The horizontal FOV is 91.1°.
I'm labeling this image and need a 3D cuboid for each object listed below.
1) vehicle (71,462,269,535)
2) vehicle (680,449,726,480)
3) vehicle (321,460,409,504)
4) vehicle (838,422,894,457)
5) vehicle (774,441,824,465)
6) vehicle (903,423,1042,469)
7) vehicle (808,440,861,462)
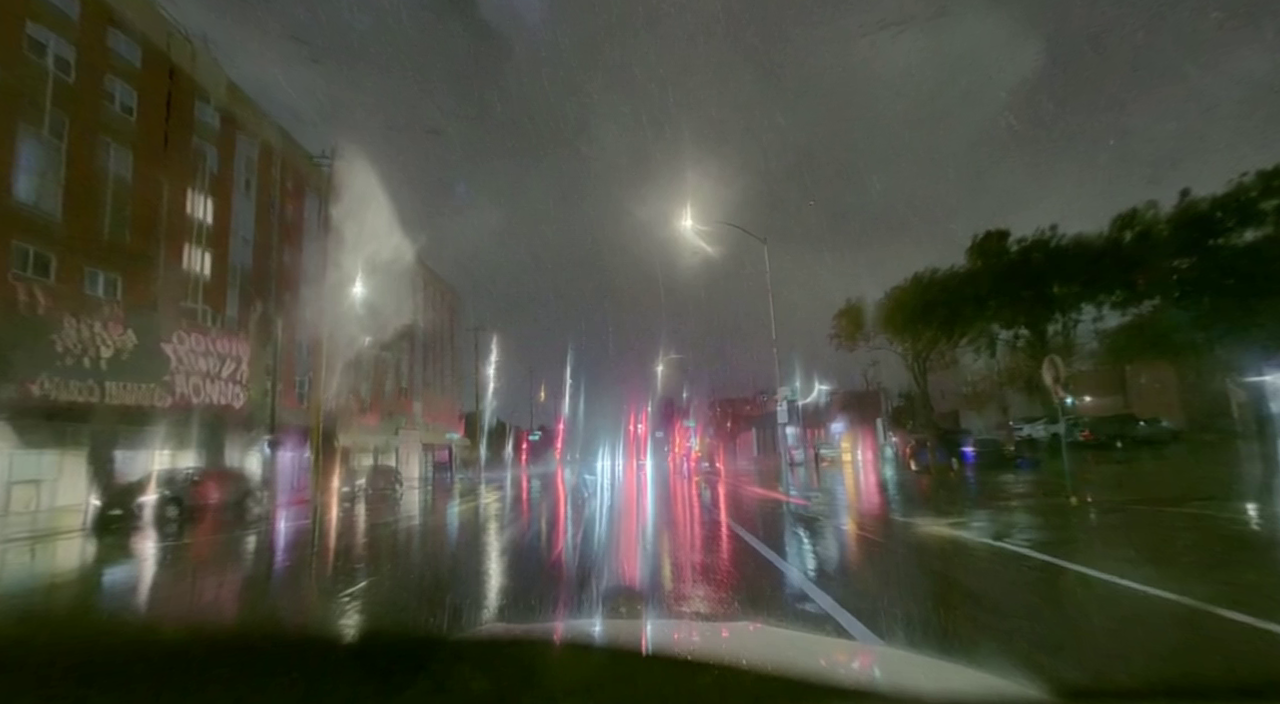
[{"bbox_3d":[-15.243,4.719,20.956,2.107,1.914,5.567,0,-9,3],"label":"vehicle"},{"bbox_3d":[3.360,6.105,34.221,2.062,1.535,4.206,0,-9,0],"label":"vehicle"},{"bbox_3d":[-15.250,7.181,35.213,2.048,1.814,5.998,-8,-9,1],"label":"vehicle"},{"bbox_3d":[15.628,6.113,43.696,1.969,2.282,4.731,0,-9,-2],"label":"vehicle"},{"bbox_3d":[10.973,6.988,43.604,1.956,1.514,4.862,0,-9,-3],"label":"vehicle"},{"bbox_3d":[12.469,3.530,23.656,4.312,1.578,2.006,-6,-10,34],"label":"vehicle"},{"bbox_3d":[13.302,6.817,43.254,1.819,1.450,4.707,1,-9,-5],"label":"vehicle"}]
